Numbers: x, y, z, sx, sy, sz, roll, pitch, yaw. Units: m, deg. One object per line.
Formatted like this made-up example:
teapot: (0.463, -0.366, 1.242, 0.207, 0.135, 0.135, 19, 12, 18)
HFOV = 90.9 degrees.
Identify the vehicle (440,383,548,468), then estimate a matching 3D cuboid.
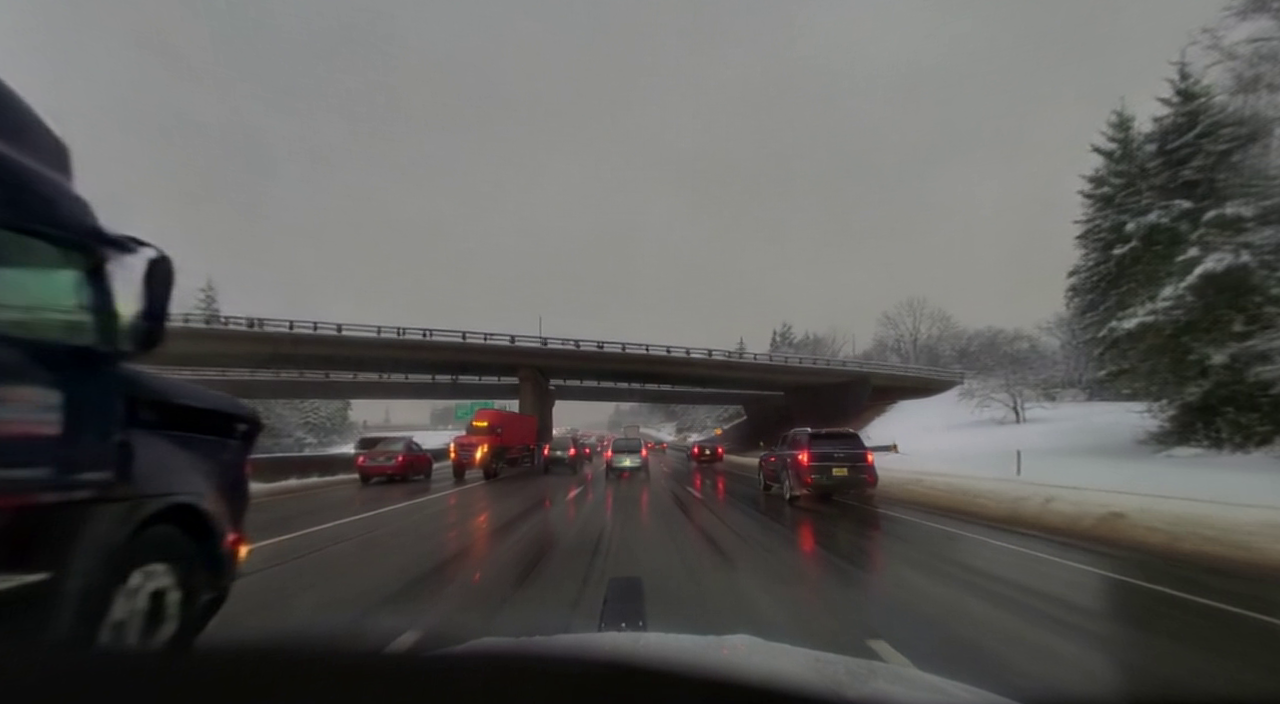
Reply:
vehicle: (-7.440, 4.106, 34.113, 2.959, 3.886, 10.574, 0, -8, 2)

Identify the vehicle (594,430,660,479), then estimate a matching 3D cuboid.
vehicle: (-0.466, 3.865, 23.999, 2.270, 1.696, 4.061, 0, -8, 0)

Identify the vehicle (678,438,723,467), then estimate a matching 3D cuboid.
vehicle: (3.182, 5.374, 33.939, 2.003, 1.465, 4.092, 0, -8, -1)

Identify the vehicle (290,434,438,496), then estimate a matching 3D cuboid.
vehicle: (-7.482, 3.104, 17.753, 1.948, 1.494, 4.749, 0, -8, 1)

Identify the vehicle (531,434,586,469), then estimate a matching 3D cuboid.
vehicle: (-4.036, 5.007, 31.969, 2.124, 1.639, 4.344, 0, -8, 2)
